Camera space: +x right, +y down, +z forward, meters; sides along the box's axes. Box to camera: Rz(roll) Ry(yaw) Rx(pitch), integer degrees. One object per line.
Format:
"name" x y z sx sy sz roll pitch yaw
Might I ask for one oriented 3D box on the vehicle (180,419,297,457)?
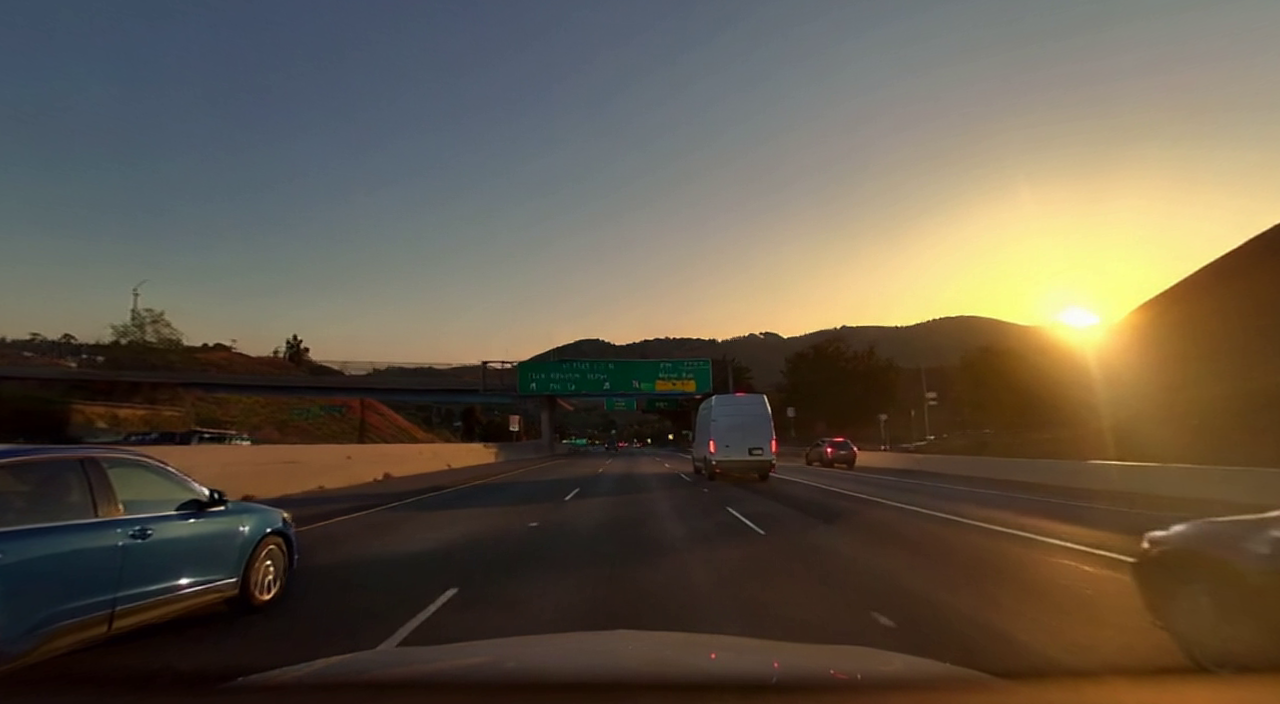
"vehicle" -18.091 3.938 28.828 2.044 1.573 4.964 0 -8 1

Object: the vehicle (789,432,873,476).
"vehicle" 7.614 4.115 25.613 1.978 1.621 4.320 0 -8 -1

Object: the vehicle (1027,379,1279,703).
"vehicle" 3.637 0.729 1.573 2.108 1.509 5.059 0 -8 -1

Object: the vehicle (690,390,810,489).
"vehicle" 3.313 2.903 20.931 2.629 2.718 6.740 0 -8 -1

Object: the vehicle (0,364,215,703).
"vehicle" -3.863 0.777 2.084 2.000 1.646 4.201 0 -8 -1
